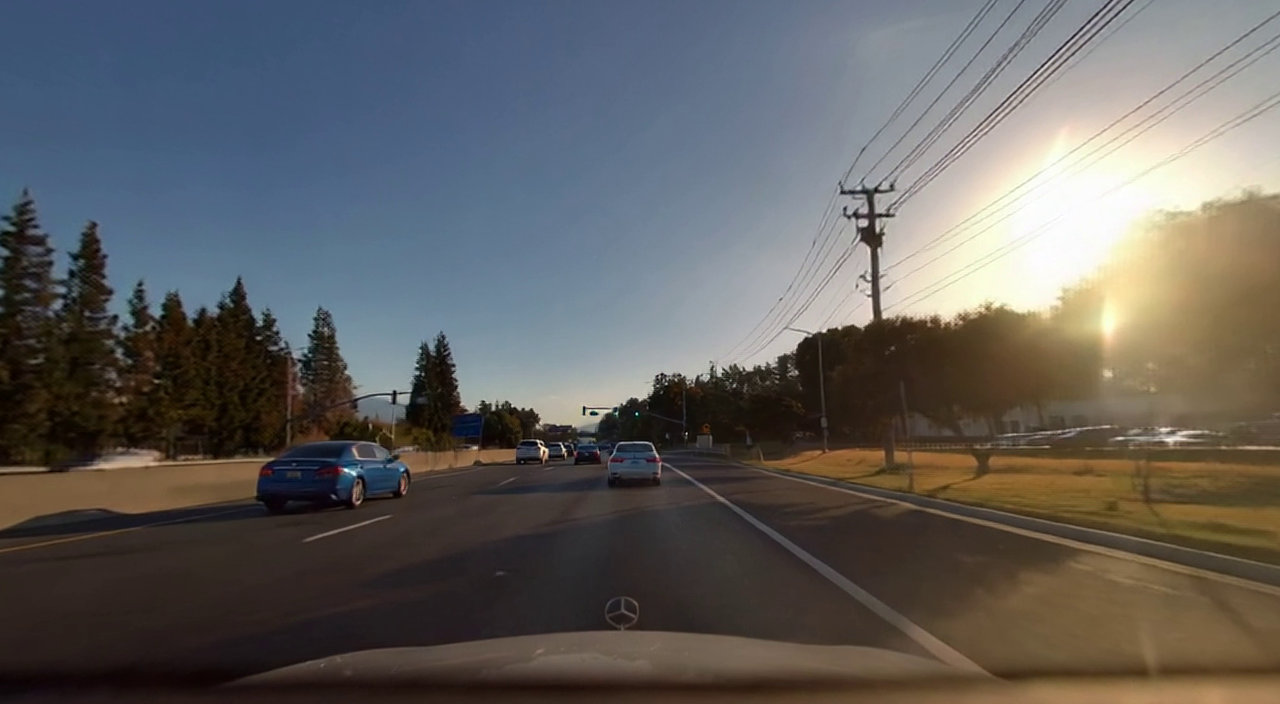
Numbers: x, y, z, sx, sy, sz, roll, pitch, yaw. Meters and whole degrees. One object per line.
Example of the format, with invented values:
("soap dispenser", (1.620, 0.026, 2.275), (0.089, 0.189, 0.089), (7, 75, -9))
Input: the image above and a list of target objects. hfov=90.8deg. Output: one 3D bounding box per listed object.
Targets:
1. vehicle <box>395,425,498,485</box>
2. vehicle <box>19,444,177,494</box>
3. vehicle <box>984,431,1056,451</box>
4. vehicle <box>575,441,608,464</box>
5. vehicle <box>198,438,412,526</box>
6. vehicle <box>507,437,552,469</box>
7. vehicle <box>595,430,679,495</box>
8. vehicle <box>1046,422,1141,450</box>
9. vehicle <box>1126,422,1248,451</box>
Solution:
("vehicle", (-6.755, 3.664, 22.721), (2.144, 1.905, 4.967), (0, -8, 0))
("vehicle", (-21.074, 4.524, 24.896), (2.125, 1.745, 4.550), (0, -8, 0))
("vehicle", (29.079, 6.808, 48.433), (4.105, 1.306, 2.050), (-2, -8, 1))
("vehicle", (-3.389, 7.110, 44.853), (2.055, 1.510, 3.961), (0, -8, -1))
("vehicle", (-6.545, 2.550, 13.084), (1.900, 1.483, 4.547), (0, -8, 0))
("vehicle", (-6.435, 5.919, 37.240), (1.914, 1.756, 4.179), (0, -8, 0))
("vehicle", (-0.109, 3.154, 18.361), (2.140, 1.653, 4.108), (0, -8, -1))
("vehicle", (29.539, 5.514, 41.245), (4.554, 1.761, 2.095), (0, -8, 0))
("vehicle", (29.592, 4.625, 34.306), (4.674, 1.485, 1.874), (-1, -8, 6))
